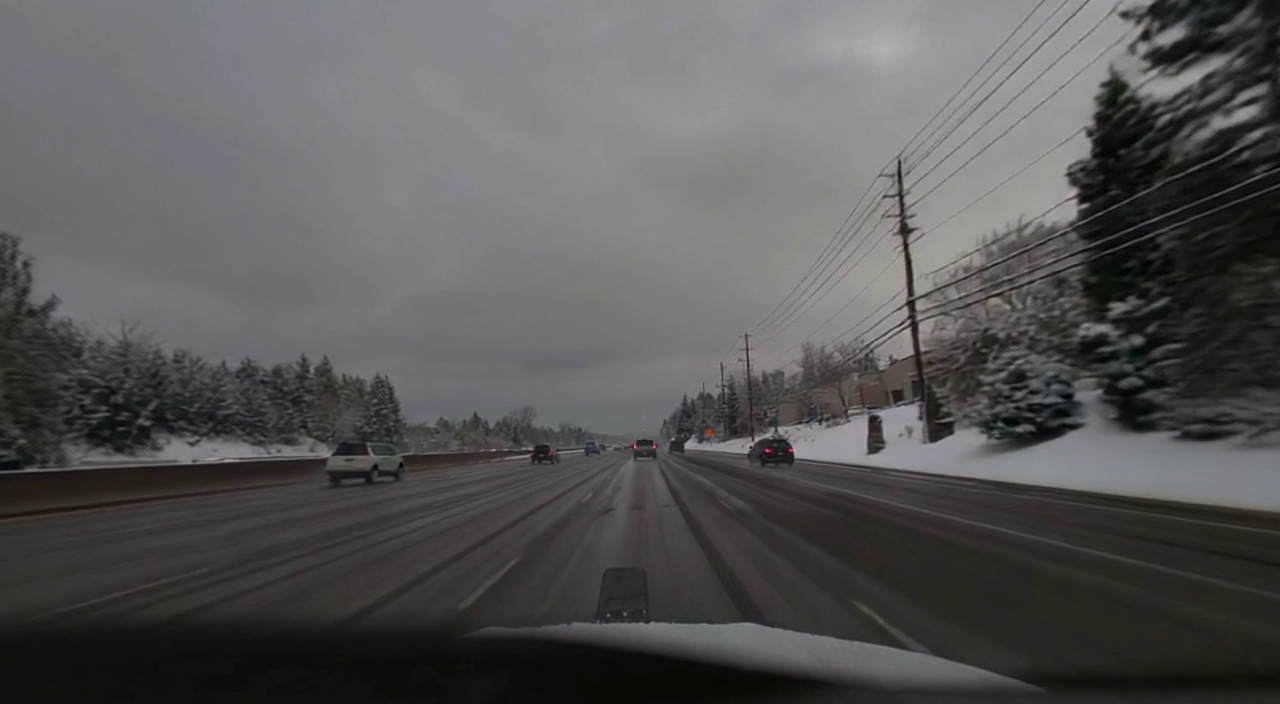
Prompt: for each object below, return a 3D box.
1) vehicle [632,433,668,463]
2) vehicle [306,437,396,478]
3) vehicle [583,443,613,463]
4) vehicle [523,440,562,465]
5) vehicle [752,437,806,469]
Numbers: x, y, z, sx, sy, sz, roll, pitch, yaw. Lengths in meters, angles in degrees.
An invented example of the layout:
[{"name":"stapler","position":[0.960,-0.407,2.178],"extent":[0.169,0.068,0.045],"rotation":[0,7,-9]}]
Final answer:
[{"name":"vehicle","position":[0.751,7.421,48.786],"extent":[2.622,2.208,5.320],"rotation":[0,-8,0]},{"name":"vehicle","position":[-14.311,5.213,31.544],"extent":[2.149,1.846,4.713],"rotation":[-1,-8,1]},{"name":"vehicle","position":[-3.276,7.931,49.535],"extent":[1.979,1.469,4.378],"rotation":[0,-8,1]},{"name":"vehicle","position":[-6.994,7.229,45.494],"extent":[2.007,1.732,4.395],"rotation":[0,-8,1]},{"name":"vehicle","position":[7.691,5.635,35.313],"extent":[1.937,1.698,4.322],"rotation":[0,-8,-1]}]
